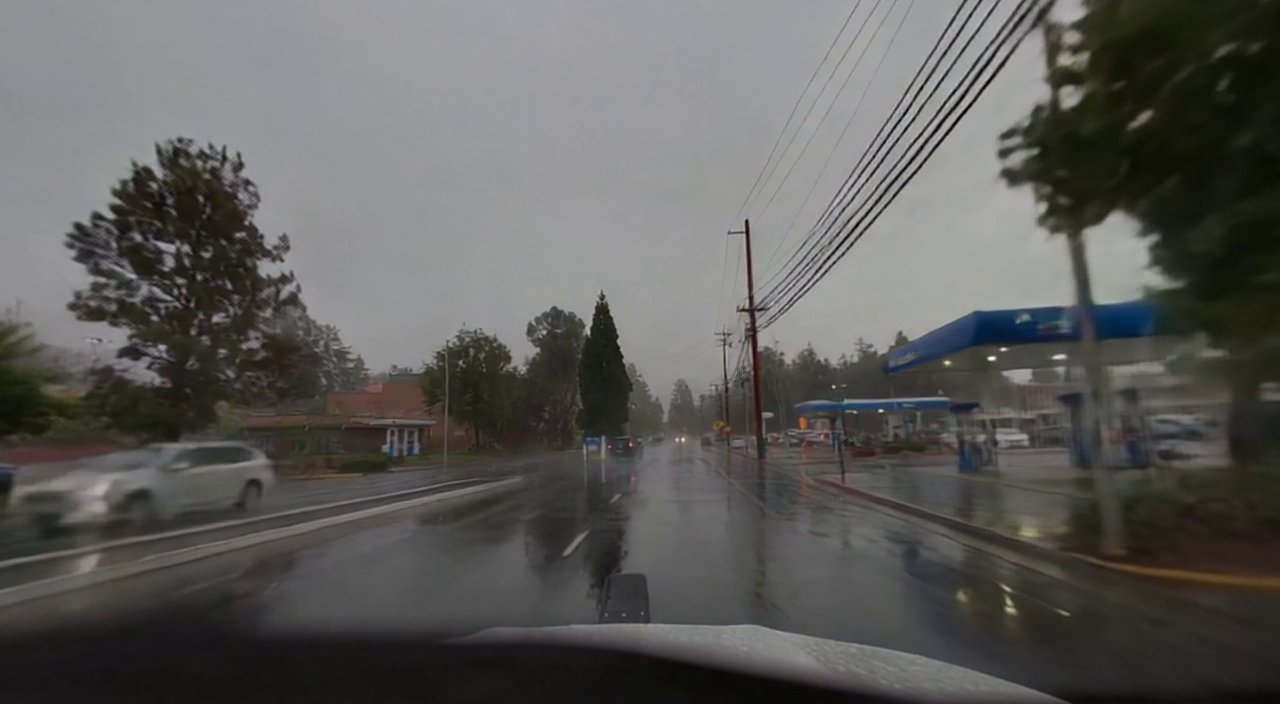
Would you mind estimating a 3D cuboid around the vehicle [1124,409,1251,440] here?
[{"bbox_3d":[37.218,5.056,43.166,2.249,1.918,6.120,2,-8,-17],"label":"vehicle"}]

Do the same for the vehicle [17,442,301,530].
[{"bbox_3d":[-9.643,2.660,13.340,2.021,1.480,4.800,-1,-8,4],"label":"vehicle"}]

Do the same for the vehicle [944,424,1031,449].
[{"bbox_3d":[22.582,5.538,41.257,1.908,1.474,4.885,1,-9,-19],"label":"vehicle"}]

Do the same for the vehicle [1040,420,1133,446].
[{"bbox_3d":[28.424,5.226,40.372,1.901,1.509,4.610,2,-8,-15],"label":"vehicle"}]

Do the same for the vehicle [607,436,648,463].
[{"bbox_3d":[-0.700,5.774,37.528,2.073,1.525,3.968,-1,-8,4],"label":"vehicle"}]
